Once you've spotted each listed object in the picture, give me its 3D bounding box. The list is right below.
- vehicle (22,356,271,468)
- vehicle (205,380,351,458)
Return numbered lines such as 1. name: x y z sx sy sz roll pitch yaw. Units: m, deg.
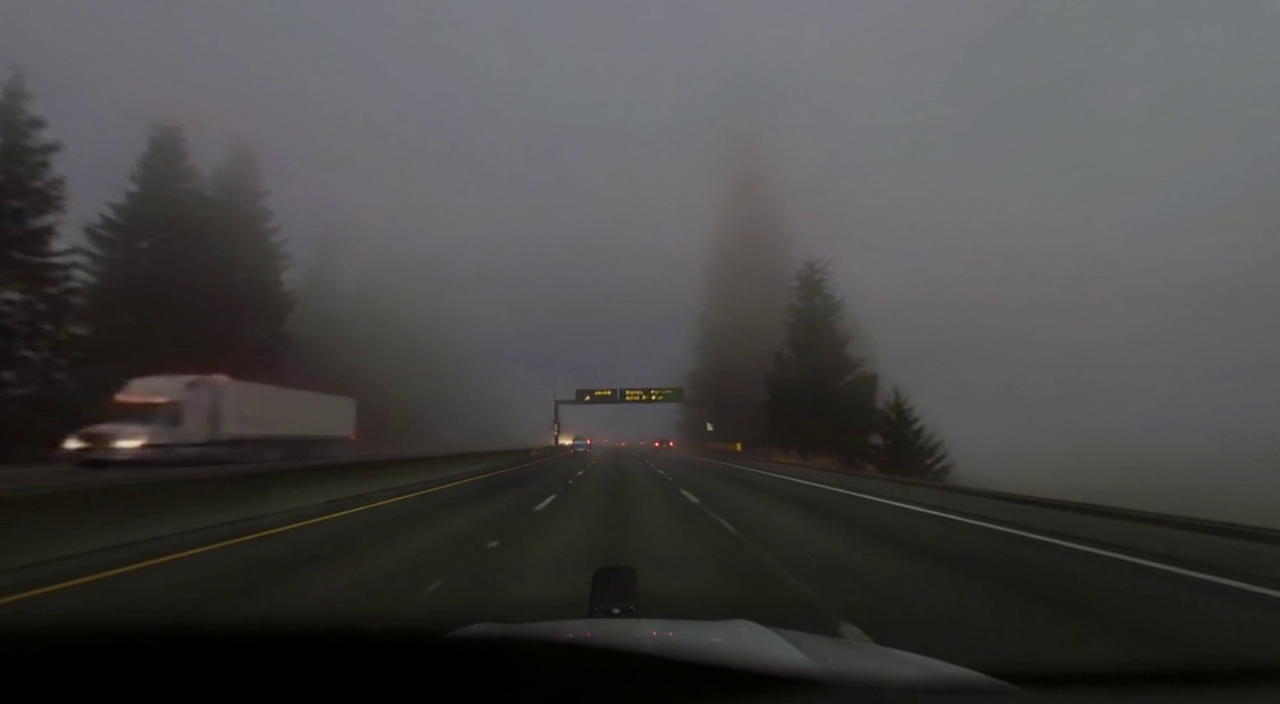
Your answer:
1. vehicle: -20.561 2.843 27.522 2.914 3.993 9.893 0 -8 -1
2. vehicle: -20.801 4.140 37.193 2.966 3.974 9.687 0 -8 -1
